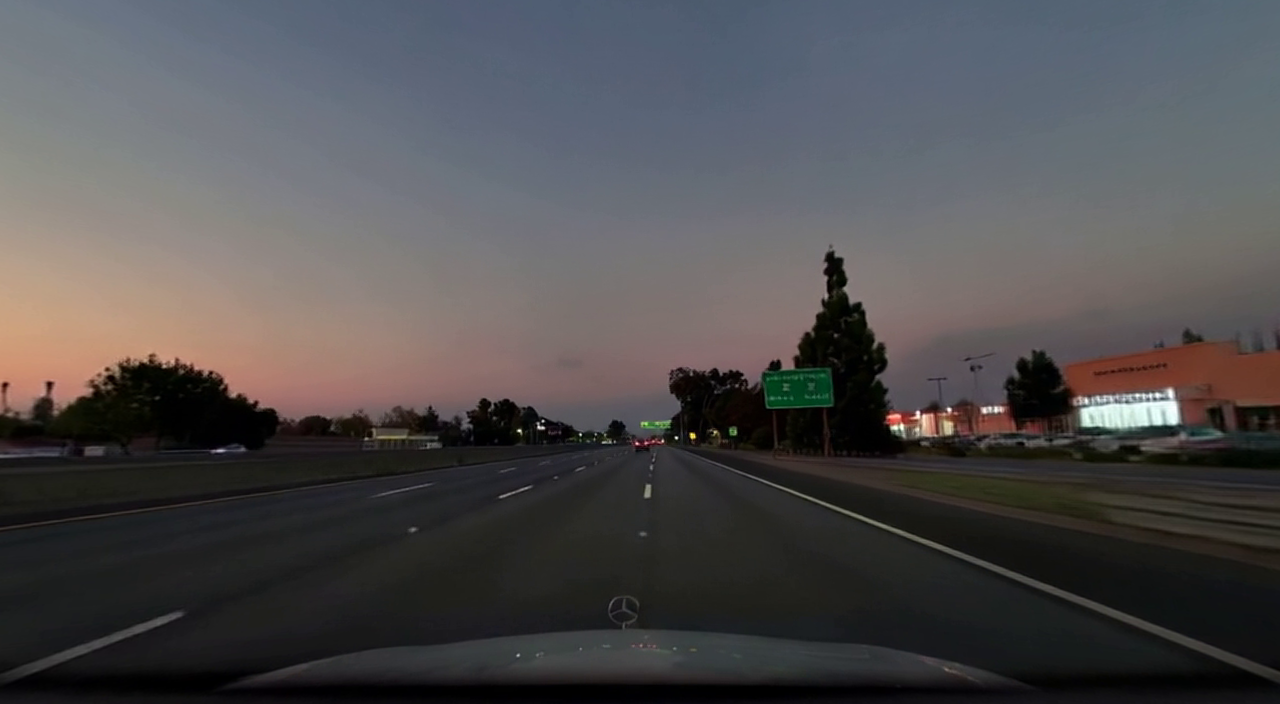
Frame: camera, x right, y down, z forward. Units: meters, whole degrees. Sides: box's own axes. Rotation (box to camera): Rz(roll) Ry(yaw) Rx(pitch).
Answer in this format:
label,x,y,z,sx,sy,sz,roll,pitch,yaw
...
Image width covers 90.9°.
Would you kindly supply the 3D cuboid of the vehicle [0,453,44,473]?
label,x,y,z,sx,sy,sz,roll,pitch,yaw
vehicle,-49.705,8.711,49.596,2.075,1.433,3.697,0,-8,-3
